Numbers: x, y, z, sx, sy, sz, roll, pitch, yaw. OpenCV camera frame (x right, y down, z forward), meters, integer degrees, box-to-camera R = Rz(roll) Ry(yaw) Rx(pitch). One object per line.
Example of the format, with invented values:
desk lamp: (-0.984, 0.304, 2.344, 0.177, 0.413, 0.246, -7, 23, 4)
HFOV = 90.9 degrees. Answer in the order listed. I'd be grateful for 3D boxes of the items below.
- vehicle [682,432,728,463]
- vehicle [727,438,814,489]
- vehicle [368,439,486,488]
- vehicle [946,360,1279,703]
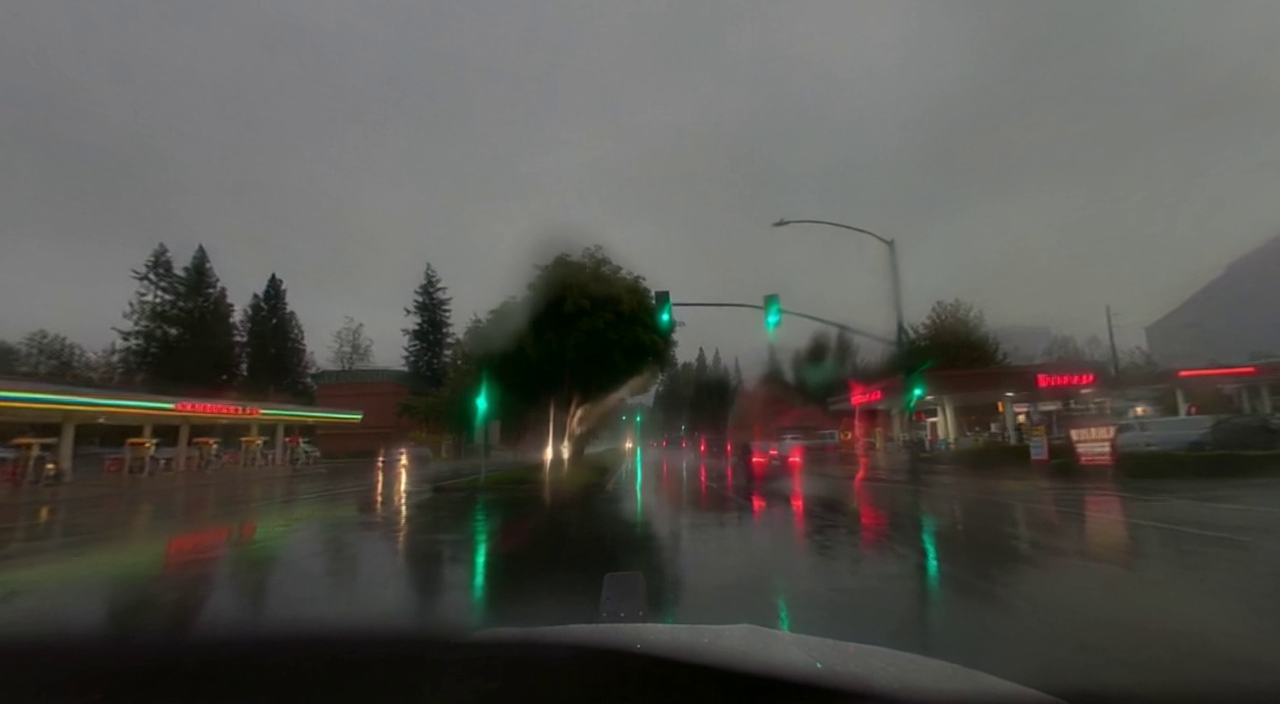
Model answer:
vehicle: (4.412, 6.660, 43.874, 2.611, 1.983, 5.165, 0, -8, -1)
vehicle: (4.039, 3.508, 20.188, 1.871, 1.442, 4.122, 0, -8, 0)
vehicle: (-8.102, 4.250, 24.589, 2.842, 1.476, 4.980, -3, -7, 1)
vehicle: (3.810, 0.965, 3.436, 1.875, 1.665, 4.931, 0, -8, 1)
